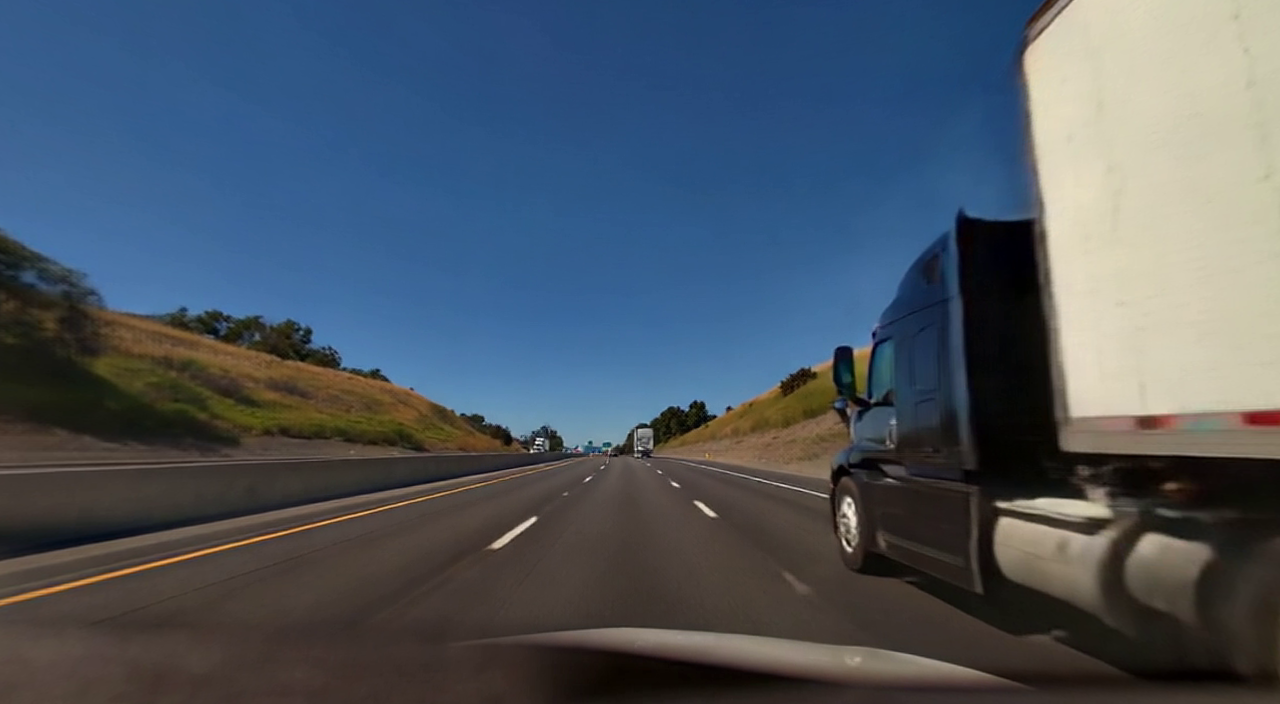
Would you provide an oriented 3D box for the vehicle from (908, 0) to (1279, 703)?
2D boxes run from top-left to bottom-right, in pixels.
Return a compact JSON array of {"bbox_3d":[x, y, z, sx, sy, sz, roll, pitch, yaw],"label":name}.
[{"bbox_3d":[3.696,-0.194,1.677,3.045,3.825,6.161,0,-9,-1],"label":"vehicle"}]
